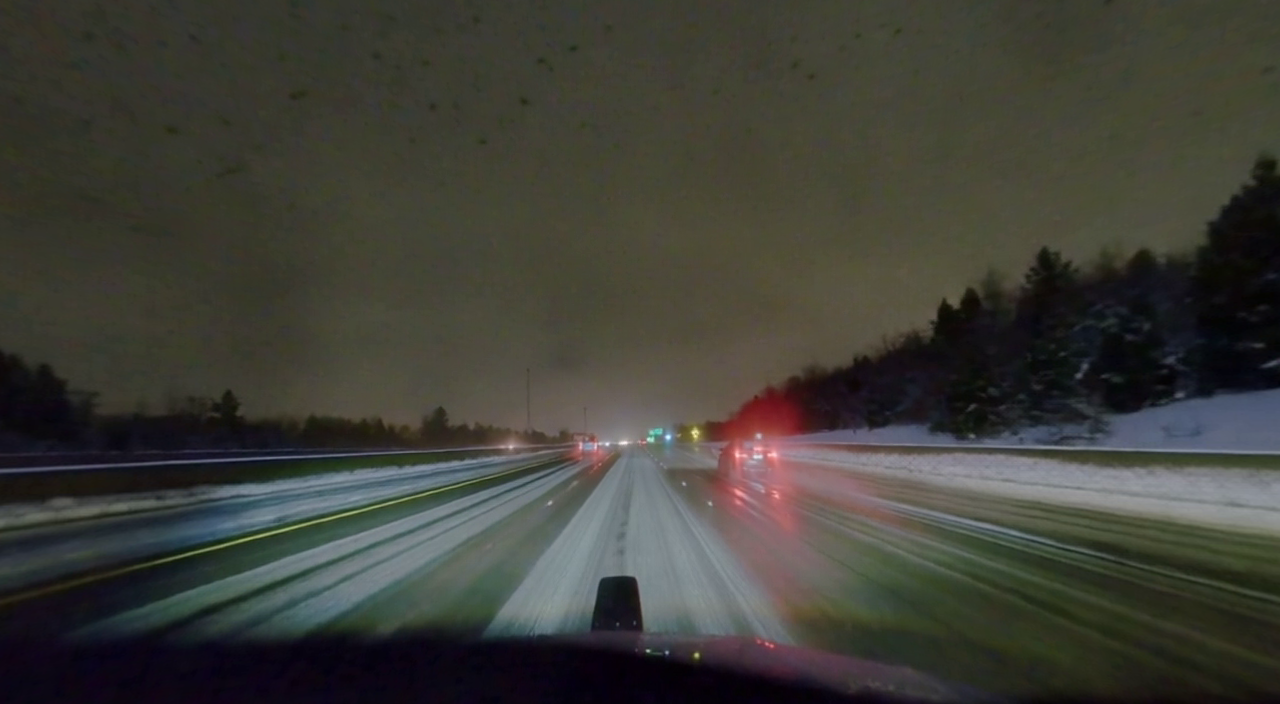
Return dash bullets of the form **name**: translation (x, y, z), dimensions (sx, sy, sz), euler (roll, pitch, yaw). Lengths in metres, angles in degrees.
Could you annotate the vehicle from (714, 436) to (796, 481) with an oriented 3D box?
- **vehicle**: translation (4.076, 3.867, 23.157), dimensions (2.060, 1.485, 4.274), euler (0, -9, -2)
